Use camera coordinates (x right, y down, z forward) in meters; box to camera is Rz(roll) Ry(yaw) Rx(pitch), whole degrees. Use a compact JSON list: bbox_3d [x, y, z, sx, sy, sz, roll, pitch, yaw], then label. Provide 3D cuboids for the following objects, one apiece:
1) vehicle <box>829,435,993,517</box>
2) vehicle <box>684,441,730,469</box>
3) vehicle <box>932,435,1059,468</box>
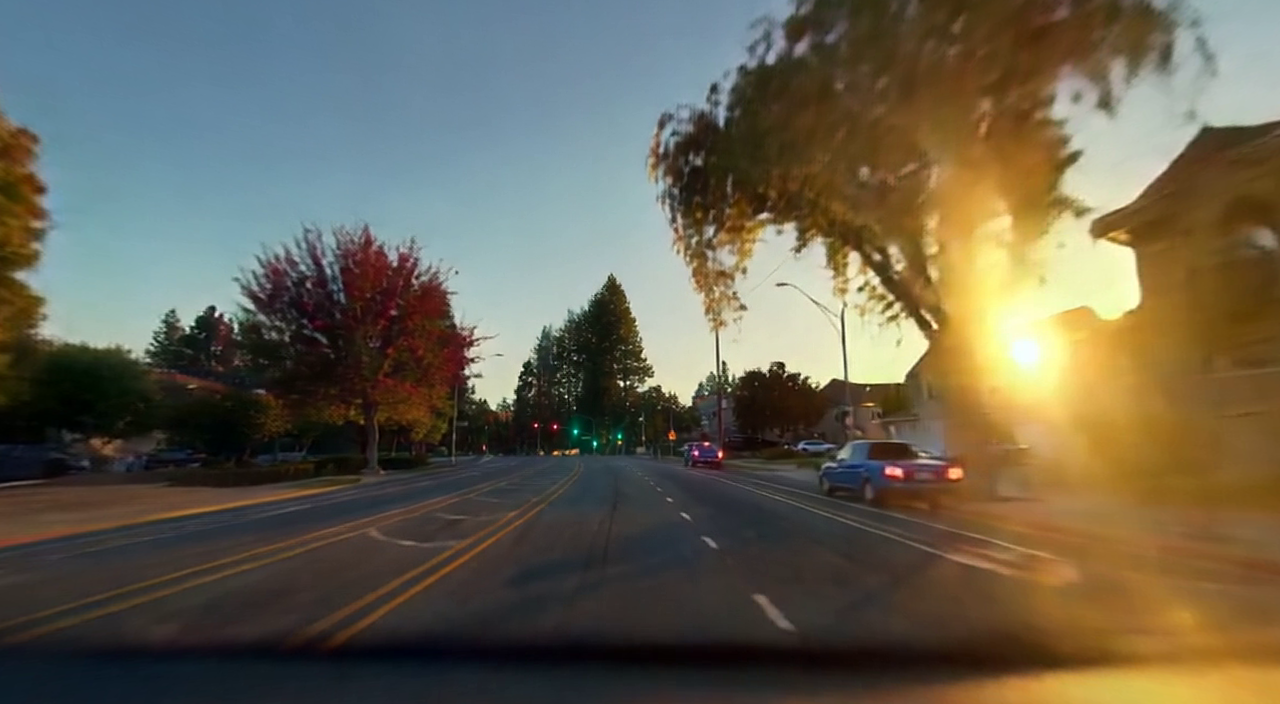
[{"bbox_3d":[6.419,2.965,15.673,2.024,1.710,4.525,0,-9,0],"label":"vehicle"},{"bbox_3d":[4.766,7.390,45.611,2.285,1.868,5.575,1,-9,-4],"label":"vehicle"},{"bbox_3d":[16.294,4.588,29.156,4.656,1.466,1.924,0,-9,0],"label":"vehicle"}]
